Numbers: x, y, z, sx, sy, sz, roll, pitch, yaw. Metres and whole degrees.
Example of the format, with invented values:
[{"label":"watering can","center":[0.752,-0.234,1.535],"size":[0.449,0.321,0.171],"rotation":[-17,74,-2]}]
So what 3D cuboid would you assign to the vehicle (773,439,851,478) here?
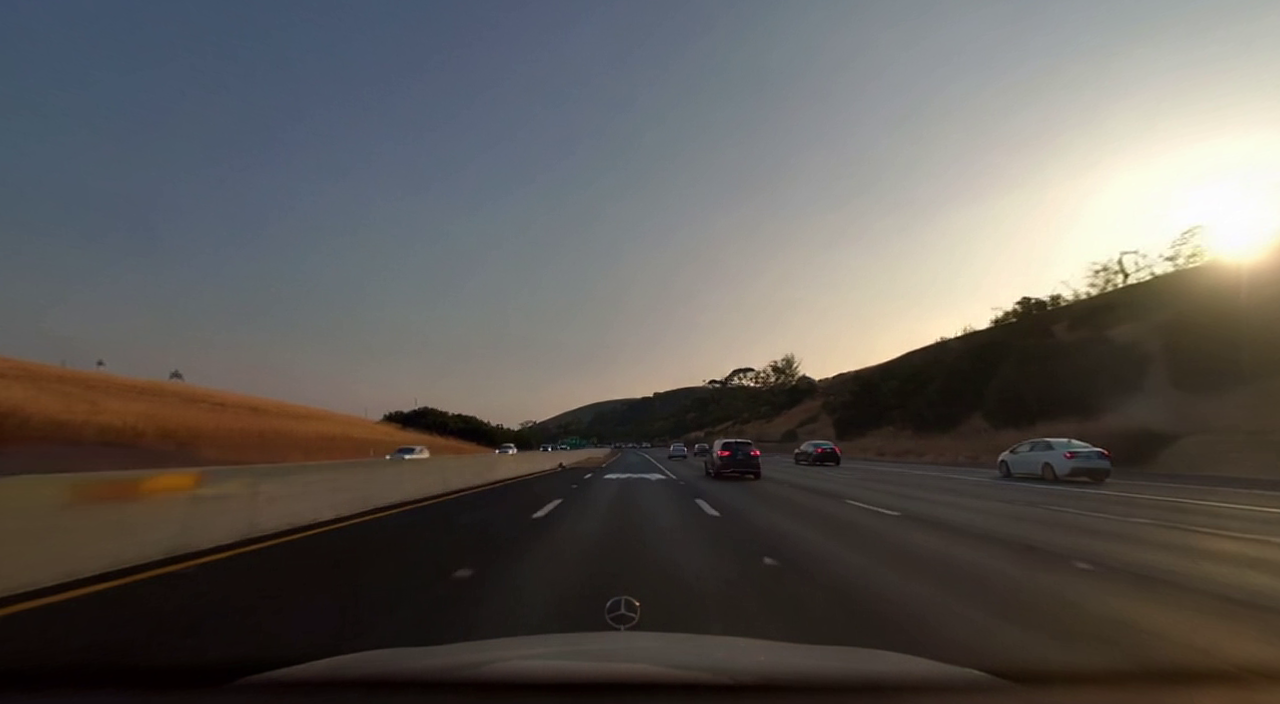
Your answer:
[{"label":"vehicle","center":[7.027,4.400,26.341],"size":[1.952,1.442,4.259],"rotation":[0,-9,-2]}]

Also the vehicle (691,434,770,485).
[{"label":"vehicle","center":[3.076,3.776,22.452],"size":[1.977,1.601,4.598],"rotation":[0,-9,-2]}]

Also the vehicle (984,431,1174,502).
[{"label":"vehicle","center":[10.902,2.849,16.147],"size":[1.844,1.560,4.085],"rotation":[0,-9,-1]}]
